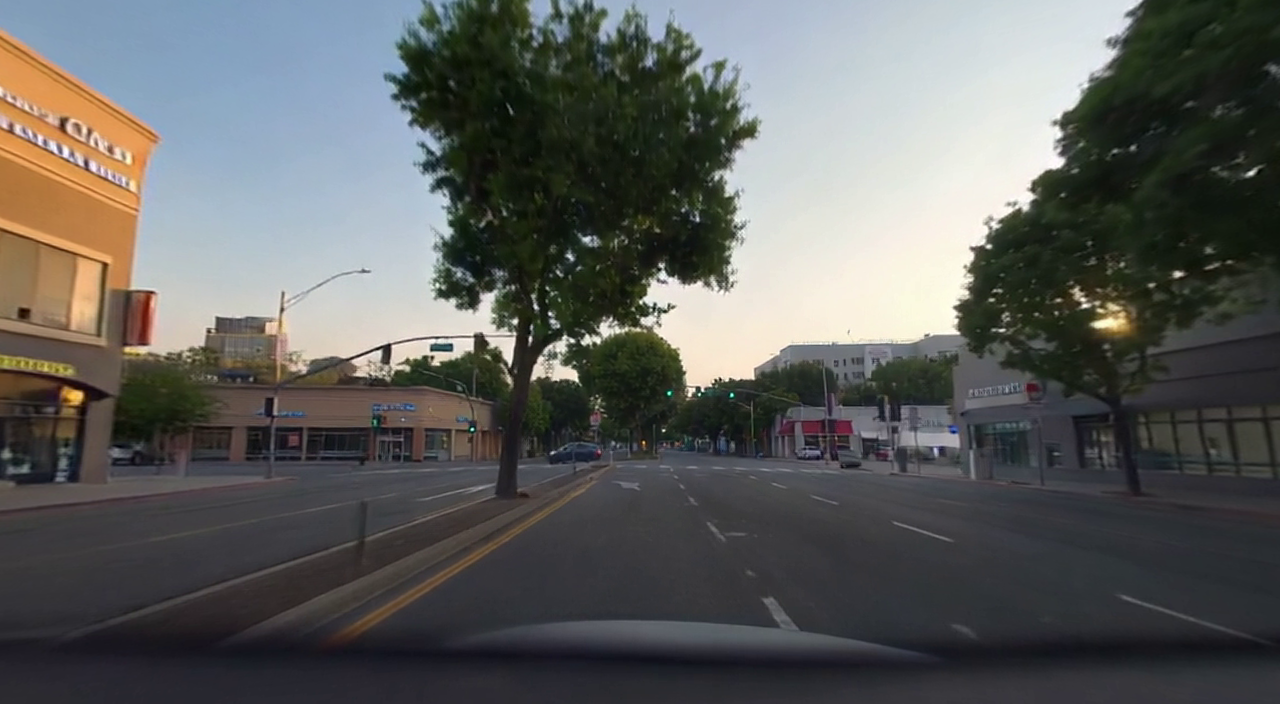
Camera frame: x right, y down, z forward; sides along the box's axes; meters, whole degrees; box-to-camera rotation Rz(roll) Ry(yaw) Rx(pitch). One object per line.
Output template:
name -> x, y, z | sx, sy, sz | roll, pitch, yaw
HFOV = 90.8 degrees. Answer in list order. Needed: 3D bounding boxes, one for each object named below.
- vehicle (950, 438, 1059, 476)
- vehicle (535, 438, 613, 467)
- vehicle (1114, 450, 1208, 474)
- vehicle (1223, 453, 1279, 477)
vehicle -> 23.122, 6.666, 40.359 | 2.195, 2.201, 5.616 | 5, -10, -27
vehicle -> -4.086, 6.209, 39.265 | 4.408, 1.728, 2.010 | -3, -9, 22
vehicle -> 36.868, 7.749, 44.827 | 1.868, 1.566, 4.647 | 5, -9, -29
vehicle -> 40.017, 7.083, 39.583 | 1.790, 1.474, 4.620 | 4, -9, -25
